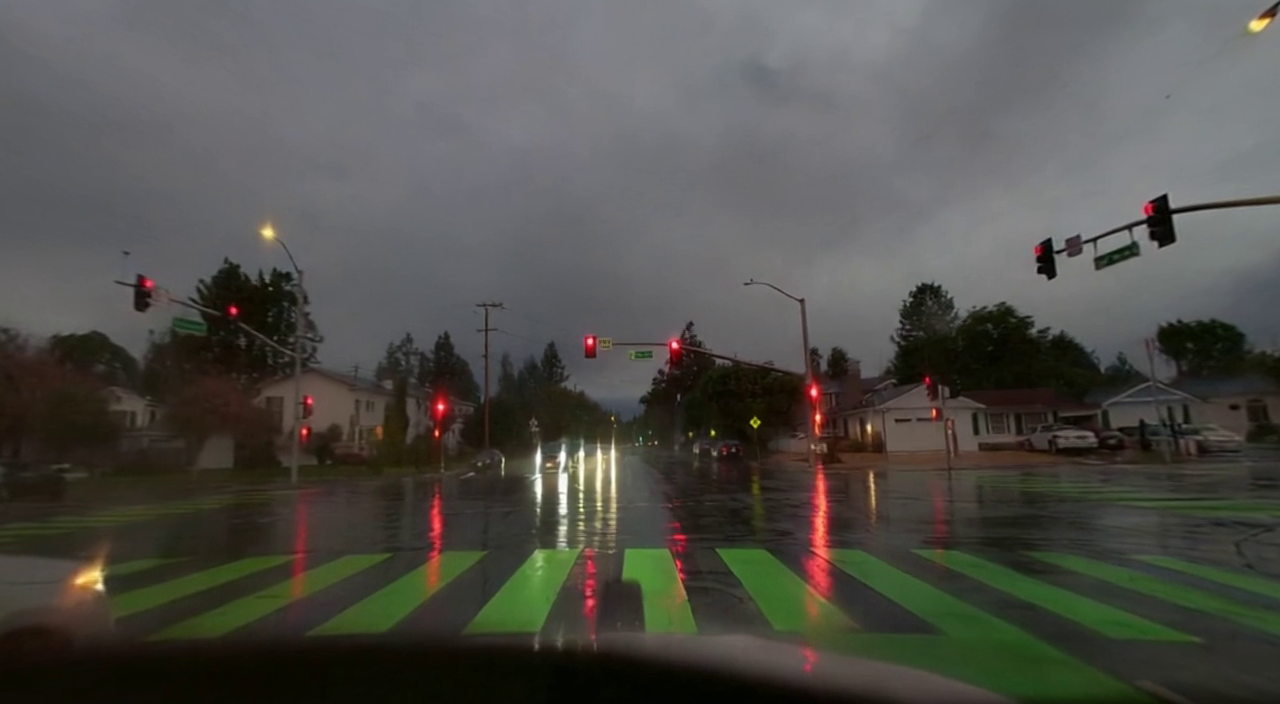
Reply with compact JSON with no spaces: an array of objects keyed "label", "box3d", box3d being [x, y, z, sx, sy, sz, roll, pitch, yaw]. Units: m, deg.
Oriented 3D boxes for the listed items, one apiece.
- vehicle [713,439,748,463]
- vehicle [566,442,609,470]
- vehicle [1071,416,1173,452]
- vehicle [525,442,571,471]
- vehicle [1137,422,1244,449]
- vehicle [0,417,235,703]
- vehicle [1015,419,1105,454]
[{"label":"vehicle","box3d":[6.232,6.877,43.681,1.891,1.584,3.802,0,-8,1]},{"label":"vehicle","box3d":[-2.912,5.888,35.833,1.982,1.472,4.103,-1,-8,2]},{"label":"vehicle","box3d":[26.392,4.557,34.676,2.033,1.821,4.542,-1,-8,2]},{"label":"vehicle","box3d":[-5.672,6.496,39.388,1.982,1.686,4.195,-1,-9,4]},{"label":"vehicle","box3d":[30.189,4.656,34.738,1.837,1.396,4.695,-1,-8,3]},{"label":"vehicle","box3d":[-3.414,0.846,1.320,1.904,1.489,4.746,0,-8,1]},{"label":"vehicle","box3d":[23.227,4.734,35.029,1.964,1.759,4.583,-1,-8,3]}]
